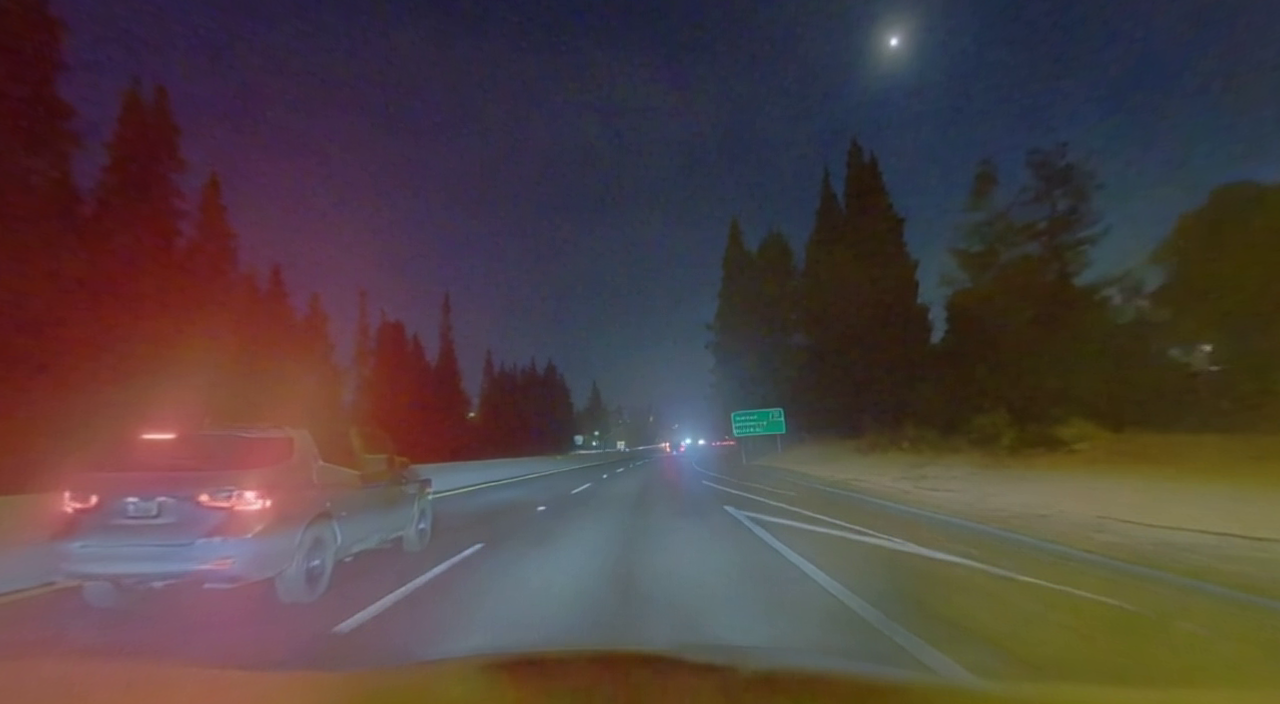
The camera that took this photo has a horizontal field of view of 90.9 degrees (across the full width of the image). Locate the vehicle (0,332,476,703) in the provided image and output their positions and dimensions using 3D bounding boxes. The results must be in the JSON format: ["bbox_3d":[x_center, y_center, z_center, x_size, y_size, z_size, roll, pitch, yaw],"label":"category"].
[{"bbox_3d":[-3.433,1.266,5.935,2.143,1.851,5.817,0,-9,1],"label":"vehicle"}]
